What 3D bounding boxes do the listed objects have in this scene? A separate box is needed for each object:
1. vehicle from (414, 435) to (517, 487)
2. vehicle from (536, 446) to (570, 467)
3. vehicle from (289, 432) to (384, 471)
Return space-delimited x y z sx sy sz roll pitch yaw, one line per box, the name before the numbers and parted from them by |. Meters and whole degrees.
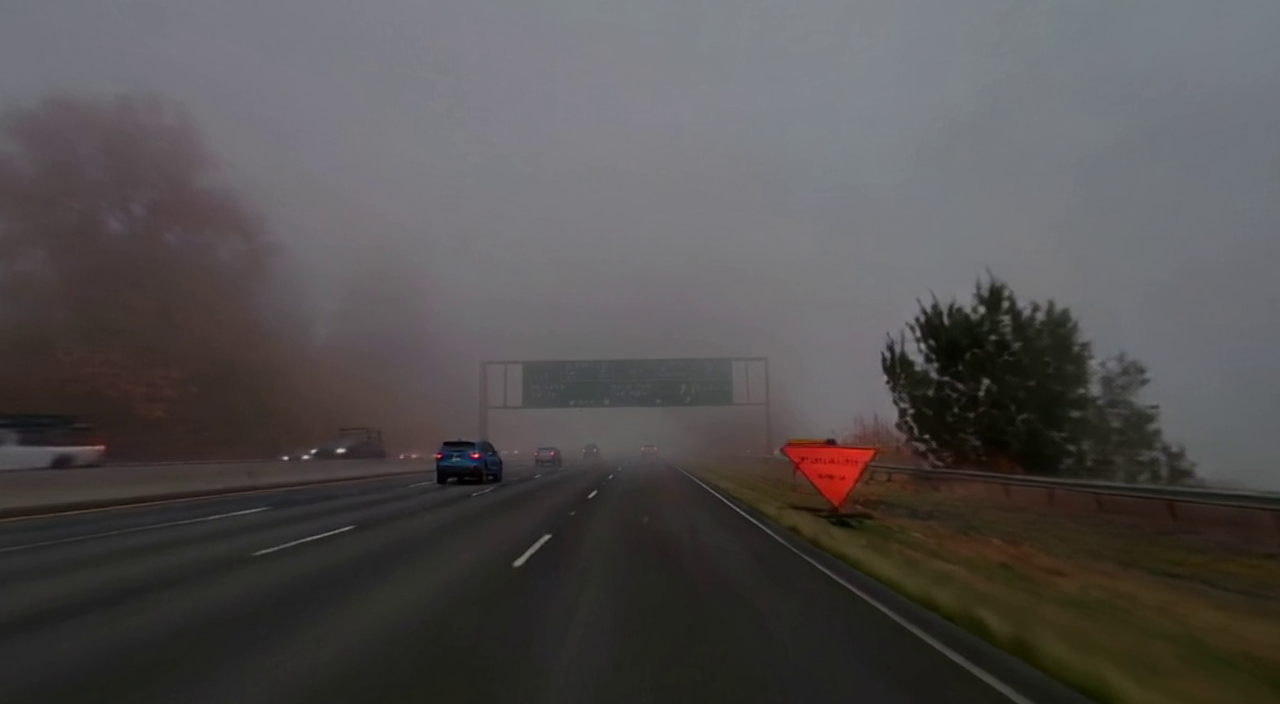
vehicle | -6.281 3.990 23.338 2.402 1.733 4.512 0 -9 2
vehicle | -6.562 7.900 47.961 1.895 1.506 4.245 0 -9 1
vehicle | -18.437 6.097 38.765 2.592 2.186 6.335 0 -9 1
